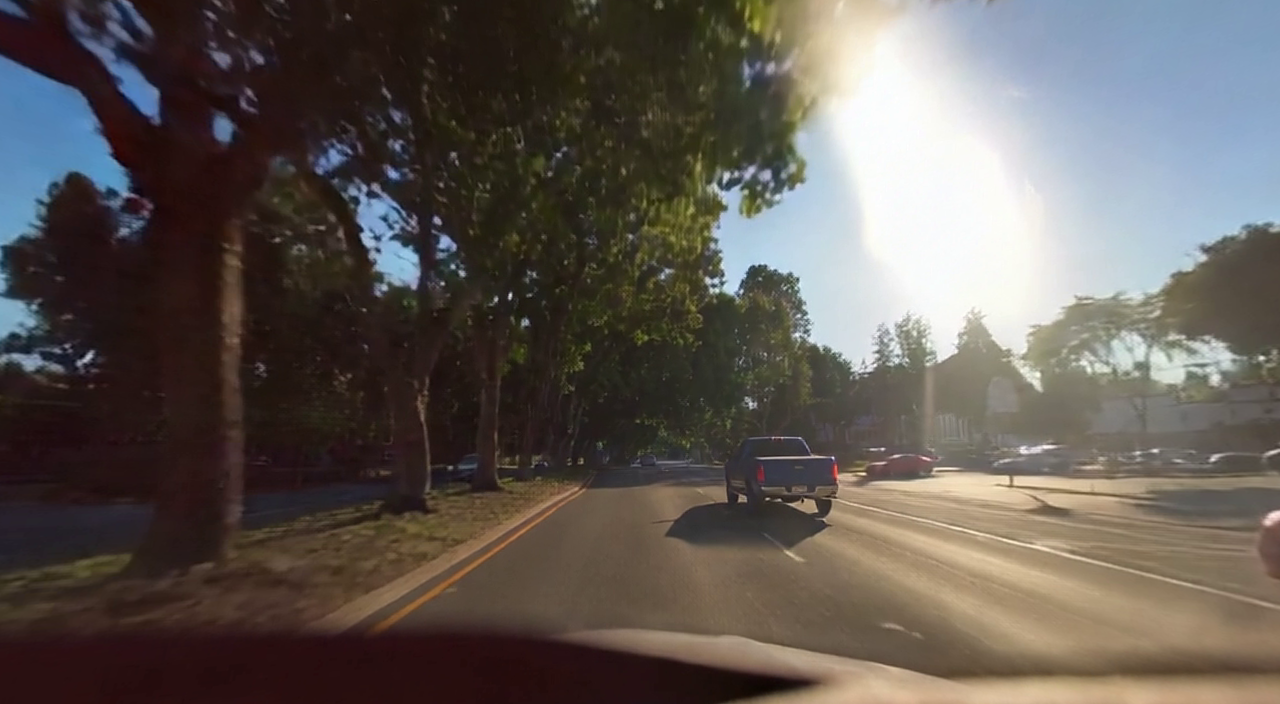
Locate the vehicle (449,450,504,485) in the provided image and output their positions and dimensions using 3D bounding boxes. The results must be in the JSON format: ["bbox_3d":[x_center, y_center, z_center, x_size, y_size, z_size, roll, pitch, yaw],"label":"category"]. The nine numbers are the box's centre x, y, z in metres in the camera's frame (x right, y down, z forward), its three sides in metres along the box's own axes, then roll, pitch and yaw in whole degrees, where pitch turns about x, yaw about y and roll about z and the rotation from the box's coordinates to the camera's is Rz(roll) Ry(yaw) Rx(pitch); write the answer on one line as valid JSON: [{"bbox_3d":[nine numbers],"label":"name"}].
[{"bbox_3d":[-8.629,6.097,33.593,1.834,1.695,4.129,0,-9,0],"label":"vehicle"}]

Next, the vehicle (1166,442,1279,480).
[{"bbox_3d":[26.809,4.901,28.589,1.812,1.475,4.541,-3,-9,-3],"label":"vehicle"}]

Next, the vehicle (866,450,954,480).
[{"bbox_3d":[16.810,7.040,39.484,4.554,1.566,1.925,-3,-9,0],"label":"vehicle"}]

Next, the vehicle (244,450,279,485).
[{"bbox_3d":[-29.899,9.113,49.924,1.541,2.550,1.957,-4,-9,0],"label":"vehicle"}]

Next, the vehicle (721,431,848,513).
[{"bbox_3d":[3.622,3.122,16.995,2.138,1.836,5.245,0,-9,0],"label":"vehicle"}]

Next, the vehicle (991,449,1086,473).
[{"bbox_3d":[25.011,6.865,39.737,4.648,1.444,1.912,0,-9,-1],"label":"vehicle"}]
